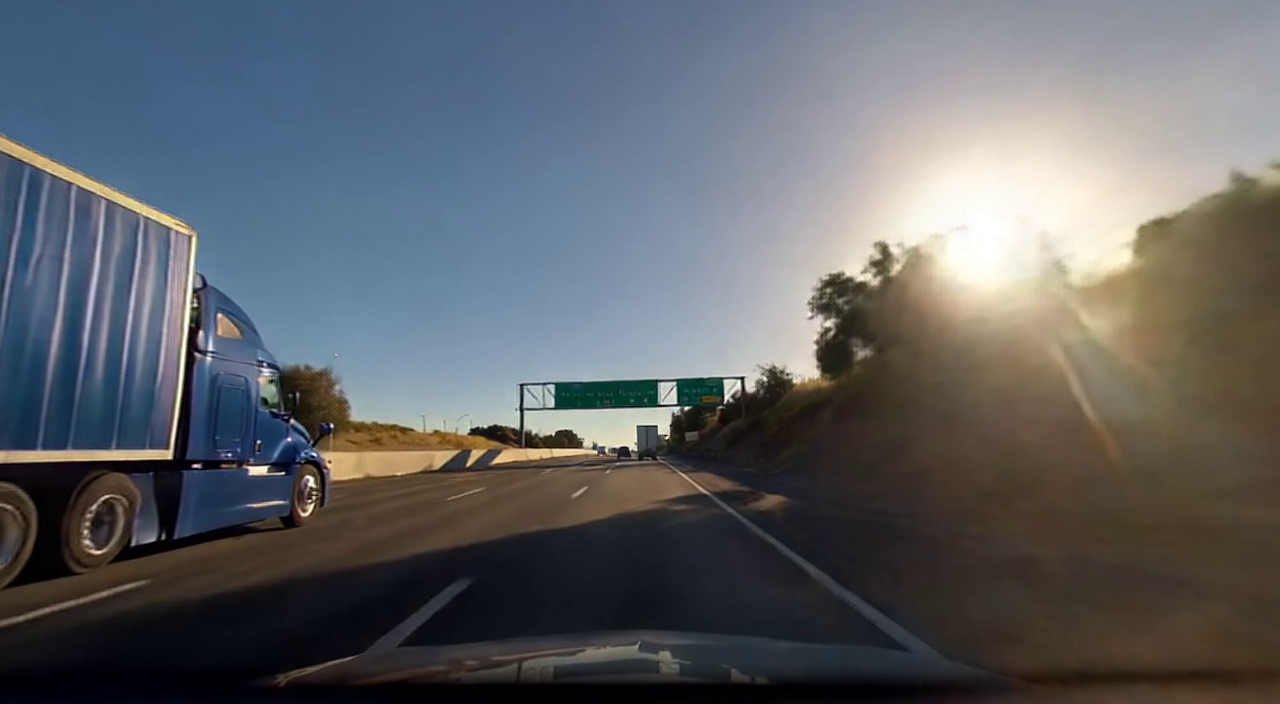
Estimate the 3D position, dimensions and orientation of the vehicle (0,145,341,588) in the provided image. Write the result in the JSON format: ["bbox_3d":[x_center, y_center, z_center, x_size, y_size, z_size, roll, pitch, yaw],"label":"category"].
[{"bbox_3d":[-7.226,0.370,7.304,2.996,3.947,8.600,0,-9,1],"label":"vehicle"}]
